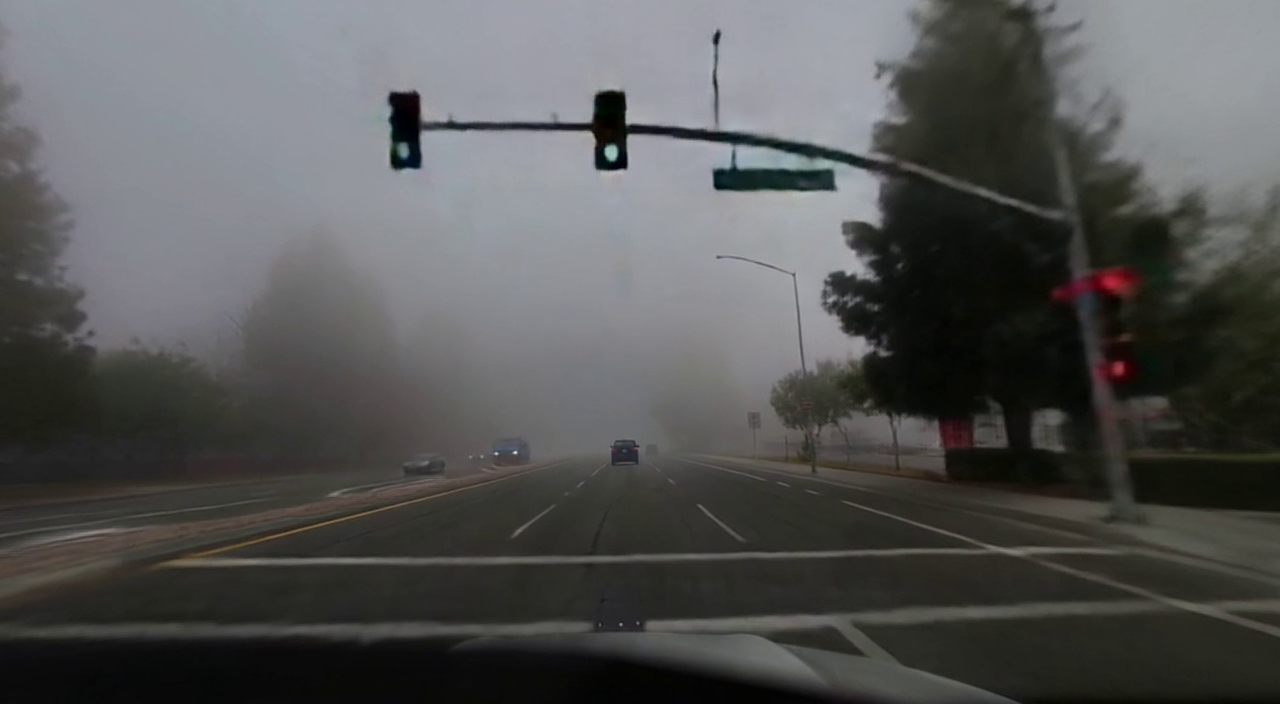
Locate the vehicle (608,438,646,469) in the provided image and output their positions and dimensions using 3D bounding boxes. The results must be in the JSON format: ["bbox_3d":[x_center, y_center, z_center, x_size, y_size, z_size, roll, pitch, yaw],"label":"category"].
[{"bbox_3d":[-0.741,6.081,37.901,2.174,1.703,4.231,0,-9,0],"label":"vehicle"}]
